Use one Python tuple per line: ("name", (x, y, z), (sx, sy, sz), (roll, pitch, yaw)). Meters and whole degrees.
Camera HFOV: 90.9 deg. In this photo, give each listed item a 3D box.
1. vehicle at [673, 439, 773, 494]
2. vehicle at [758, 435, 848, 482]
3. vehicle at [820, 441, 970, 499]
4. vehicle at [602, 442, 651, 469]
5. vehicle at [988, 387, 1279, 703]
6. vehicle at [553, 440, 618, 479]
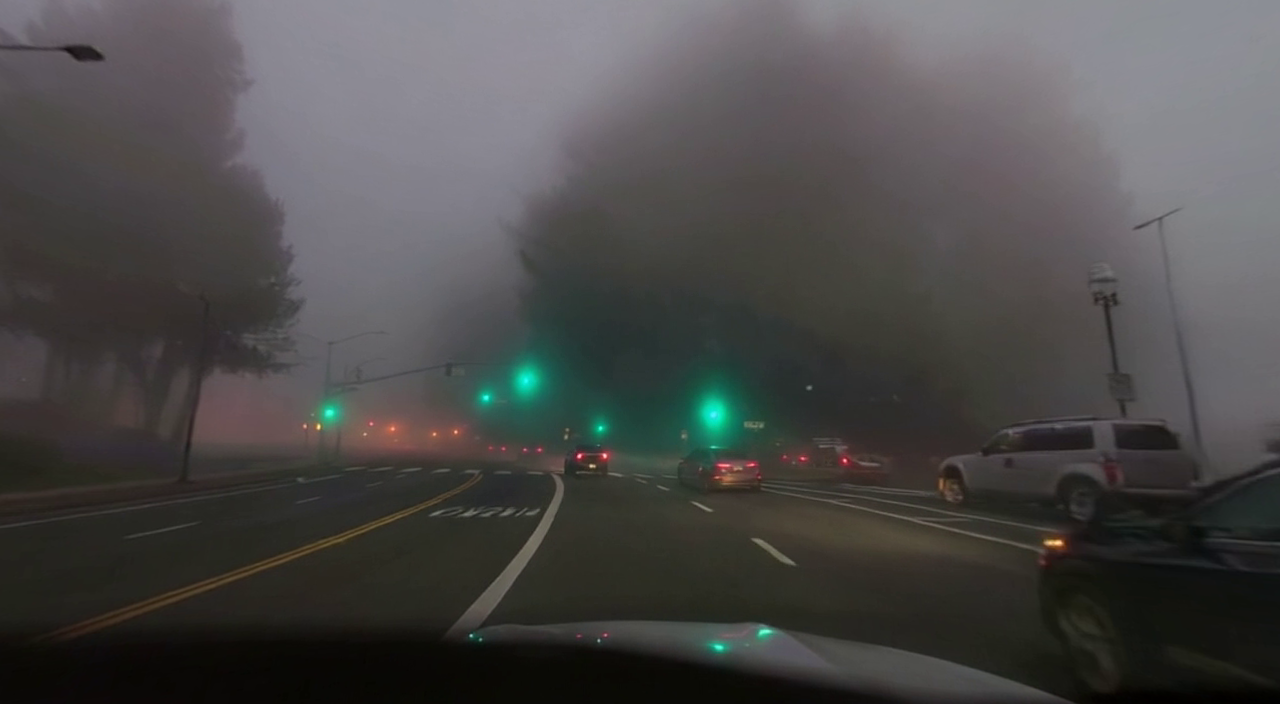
("vehicle", (2.412, 3.485, 19.621), (1.984, 1.476, 4.488), (1, -8, -8))
("vehicle", (6.077, 4.020, 24.082), (1.825, 1.646, 4.070), (1, -9, -9))
("vehicle", (7.087, 3.301, 18.147), (1.903, 1.432, 4.514), (1, -8, -8))
("vehicle", (-0.882, 6.048, 37.150), (1.957, 1.463, 4.701), (2, -9, -13))
("vehicle", (3.203, 0.778, 1.507), (2.280, 1.472, 4.426), (0, -8, 1))
("vehicle", (-2.484, 4.634, 27.594), (2.308, 1.535, 4.811), (2, -9, -11))
